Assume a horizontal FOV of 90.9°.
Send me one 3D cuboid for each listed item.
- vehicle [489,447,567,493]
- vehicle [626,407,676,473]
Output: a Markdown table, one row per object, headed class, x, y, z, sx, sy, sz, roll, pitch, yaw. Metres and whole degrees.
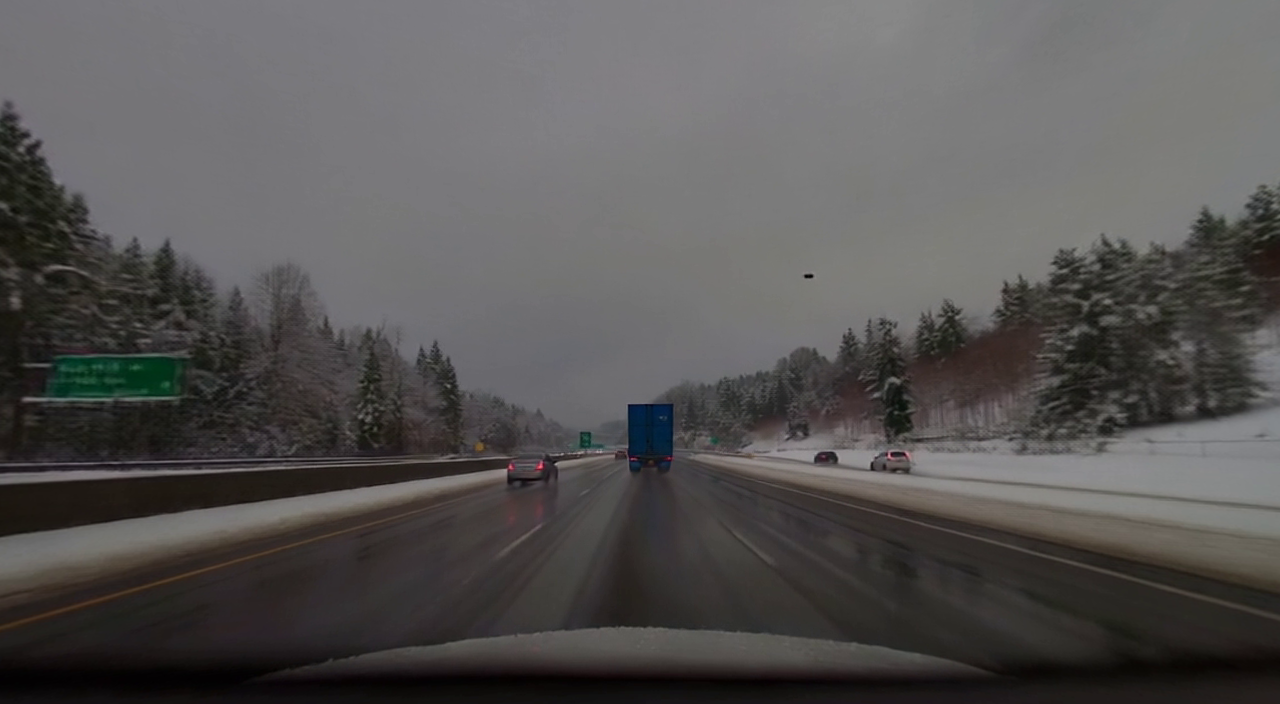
| class | x | y | z | sx | sy | sz | roll | pitch | yaw |
| --- | --- | --- | --- | --- | --- | --- | --- | --- | --- |
| vehicle | -3.926 | 4.211 | 22.920 | 1.931 | 1.466 | 4.458 | 0 | -9 | 1 |
| vehicle | 0.756 | 6.203 | 44.124 | 3.022 | 4.072 | 10.318 | 0 | -9 | 1 |
